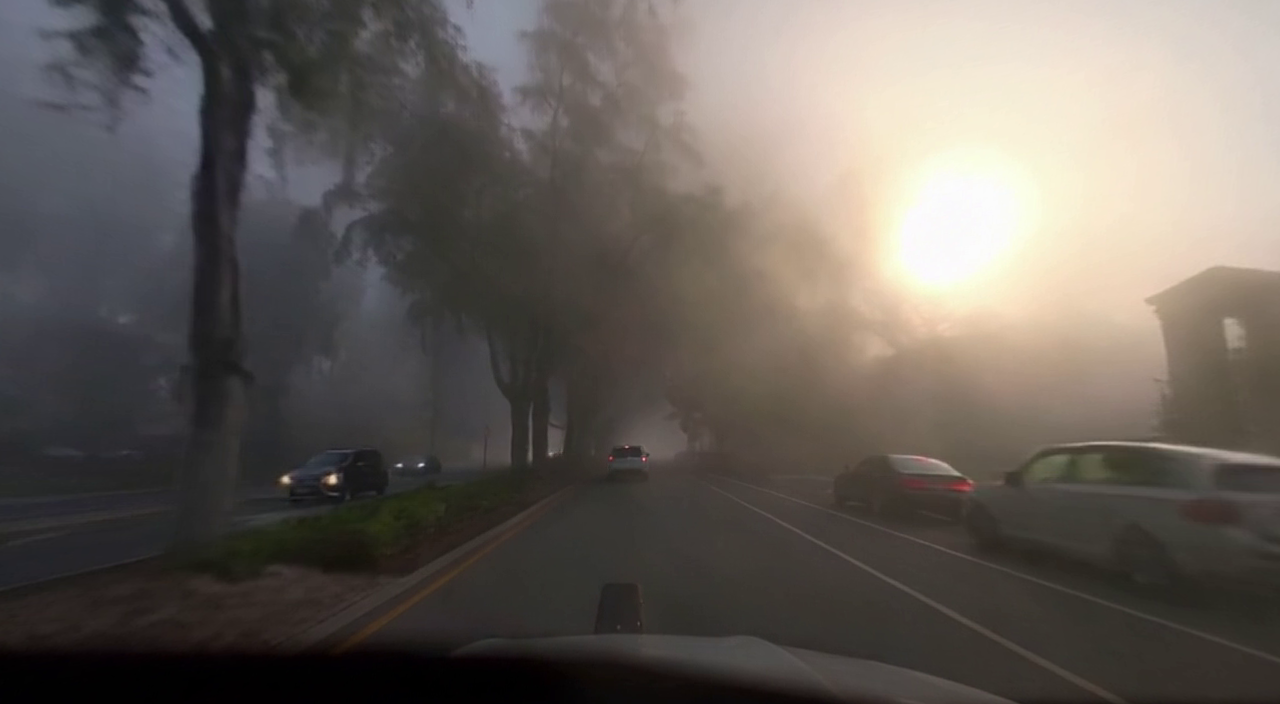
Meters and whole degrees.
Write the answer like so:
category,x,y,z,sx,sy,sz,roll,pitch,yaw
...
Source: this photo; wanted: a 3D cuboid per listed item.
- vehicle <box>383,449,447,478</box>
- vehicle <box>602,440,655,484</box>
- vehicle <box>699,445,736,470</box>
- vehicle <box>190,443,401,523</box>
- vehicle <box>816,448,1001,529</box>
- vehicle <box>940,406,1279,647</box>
category,x,y,z,sx,sy,sz,roll,pitch,yaw
vehicle,-12.404,6.152,35.109,1.890,1.473,4.419,0,-8,0
vehicle,-0.474,4.598,26.808,2.070,1.698,3.925,0,-8,-1
vehicle,5.588,7.633,45.859,1.970,1.696,4.405,0,-9,-2
vehicle,-7.408,2.825,14.355,2.105,1.474,4.808,0,-8,0
vehicle,5.671,2.905,14.157,1.978,1.485,4.603,0,-8,-2
vehicle,5.596,1.654,7.180,1.943,1.778,4.778,0,-8,-1
